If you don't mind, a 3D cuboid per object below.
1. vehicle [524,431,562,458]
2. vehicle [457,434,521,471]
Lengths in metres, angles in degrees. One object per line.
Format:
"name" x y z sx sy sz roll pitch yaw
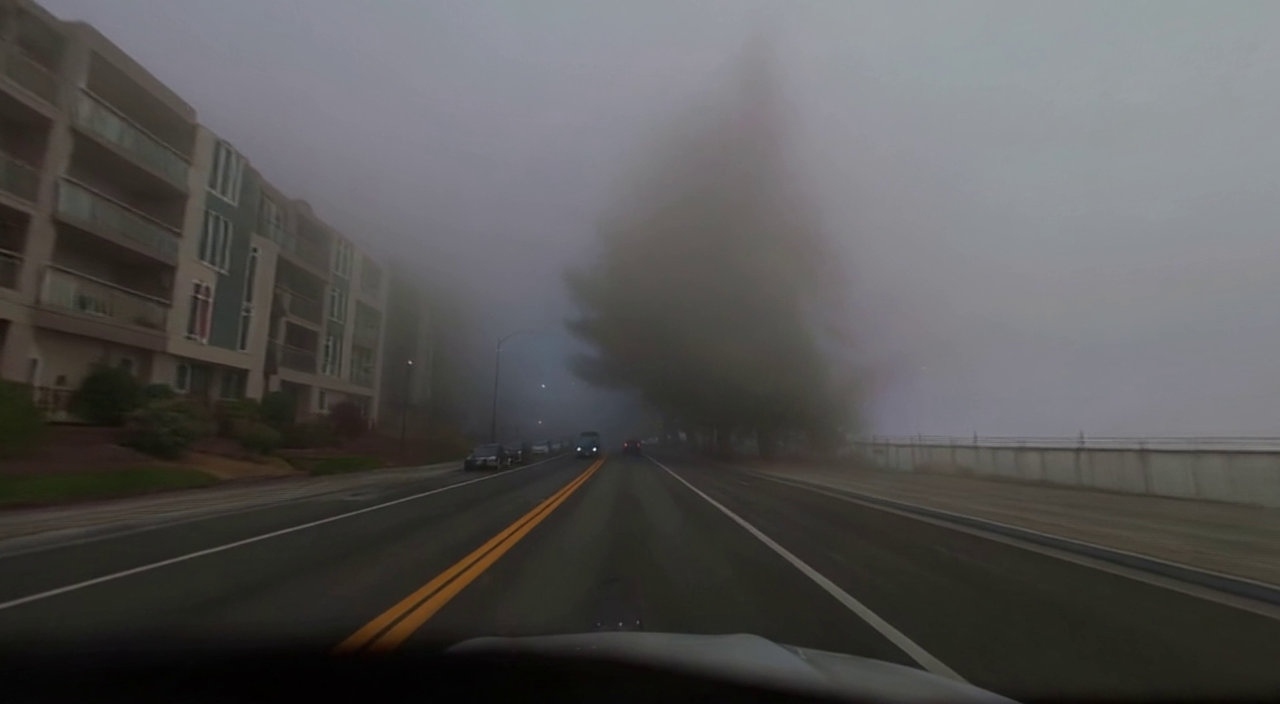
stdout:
"vehicle" -7.481 7.175 49.352 2.098 1.851 4.817 2 -7 1
"vehicle" -7.206 4.843 30.599 1.913 1.560 4.513 2 -8 0
